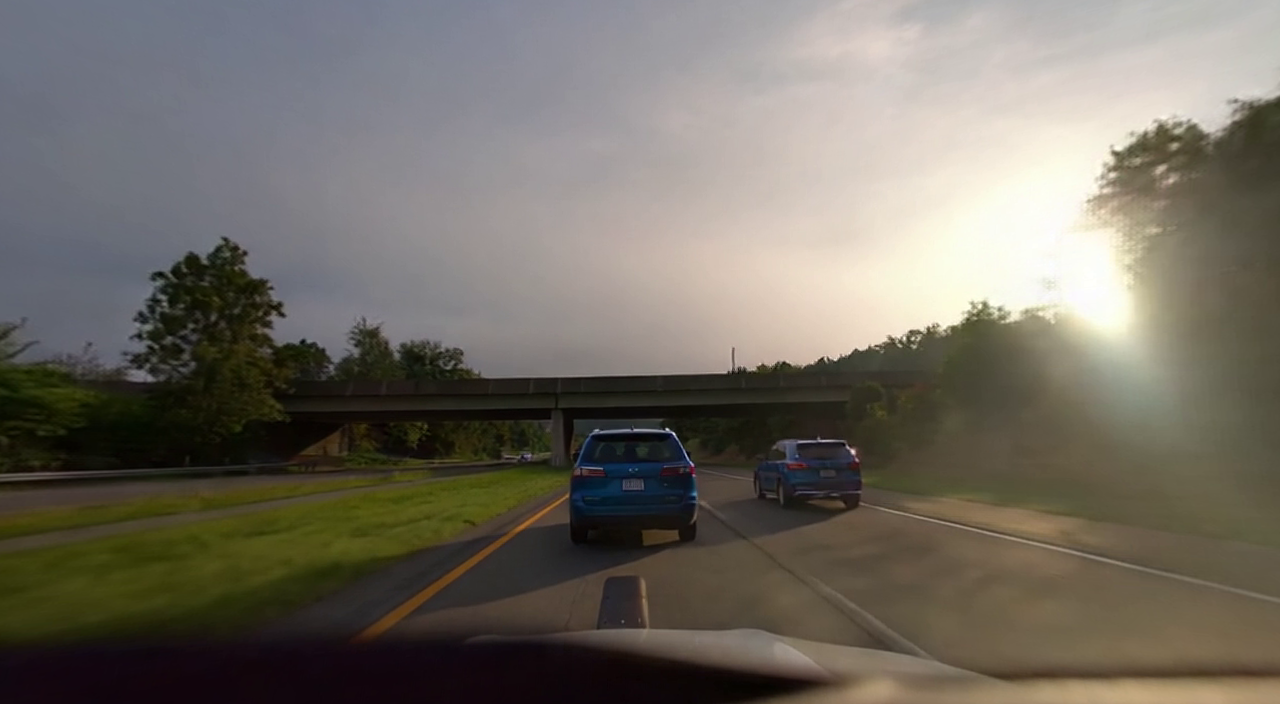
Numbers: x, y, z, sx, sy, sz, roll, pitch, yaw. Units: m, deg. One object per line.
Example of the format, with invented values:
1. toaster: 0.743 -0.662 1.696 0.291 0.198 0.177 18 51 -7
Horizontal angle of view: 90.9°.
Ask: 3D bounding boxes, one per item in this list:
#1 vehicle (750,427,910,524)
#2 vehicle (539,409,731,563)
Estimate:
1. vehicle: 3.923 2.650 14.031 2.043 1.767 4.620 0 -9 -1
2. vehicle: -0.069 1.929 9.669 2.288 1.823 4.059 0 -9 0
